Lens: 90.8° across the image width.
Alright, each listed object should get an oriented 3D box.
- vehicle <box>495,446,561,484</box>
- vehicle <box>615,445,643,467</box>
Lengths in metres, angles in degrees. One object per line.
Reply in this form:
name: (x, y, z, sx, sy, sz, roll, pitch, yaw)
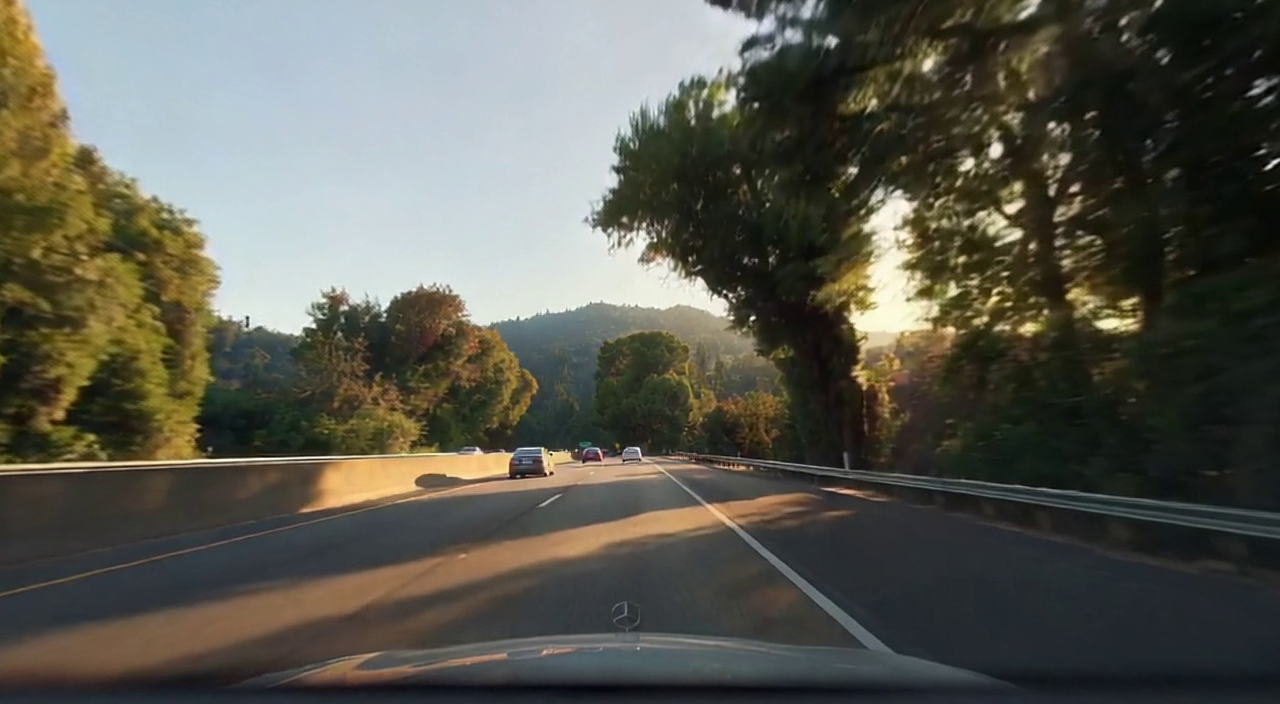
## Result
vehicle: (-4.712, 4.798, 27.223, 2.052, 1.468, 4.390, 0, -8, 0)
vehicle: (-0.888, 8.026, 48.690, 2.070, 1.603, 4.806, 0, -9, -2)
